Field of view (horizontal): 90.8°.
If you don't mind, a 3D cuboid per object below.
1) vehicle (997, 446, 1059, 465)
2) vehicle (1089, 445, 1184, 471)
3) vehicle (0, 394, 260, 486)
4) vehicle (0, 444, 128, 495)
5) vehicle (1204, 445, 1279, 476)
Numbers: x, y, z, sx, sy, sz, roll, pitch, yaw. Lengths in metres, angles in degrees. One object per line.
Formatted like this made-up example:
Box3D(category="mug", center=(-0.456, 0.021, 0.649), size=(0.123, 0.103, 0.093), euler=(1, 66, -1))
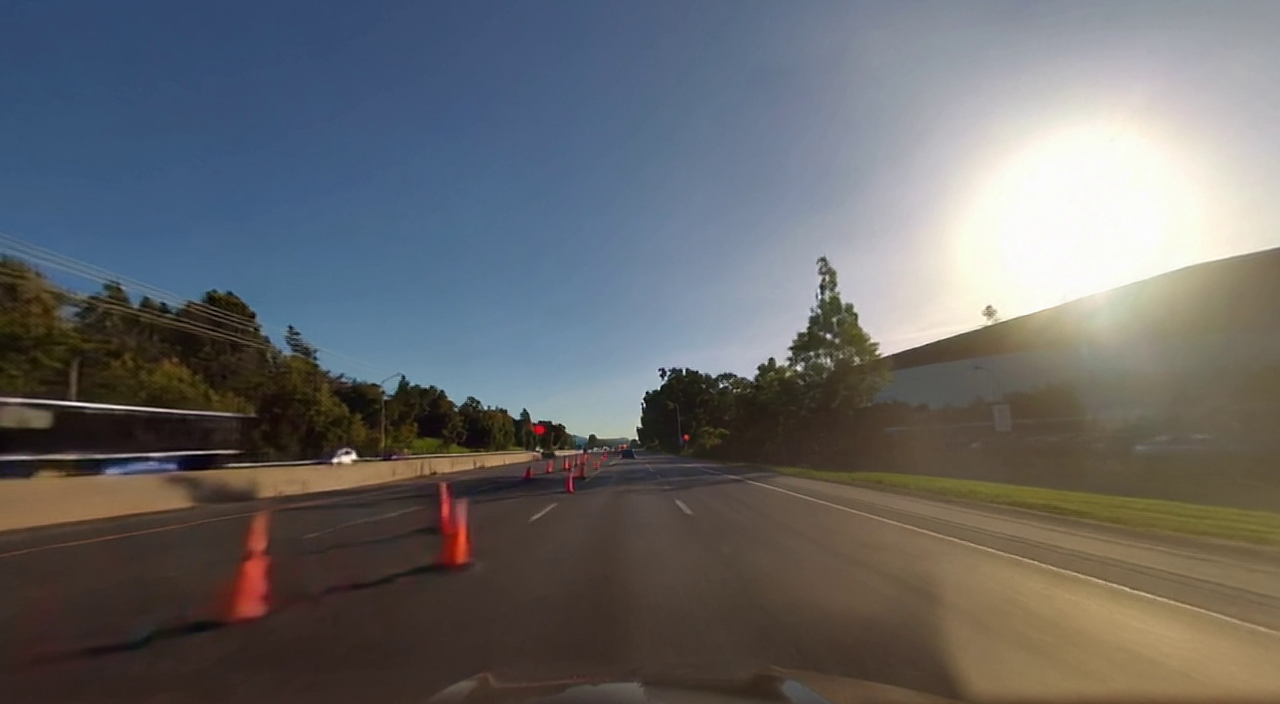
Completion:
Box3D(category="vehicle", center=(29.798, 7.939, 48.587), size=(3.595, 1.393, 1.803), euler=(0, -9, -2))
Box3D(category="vehicle", center=(29.750, 6.363, 37.934), size=(3.988, 1.507, 1.965), euler=(0, -10, 1))
Box3D(category="vehicle", center=(-27.971, 5.101, 35.802), size=(2.877, 3.965, 16.520), euler=(0, -9, -1))
Box3D(category="vehicle", center=(-20.848, 3.996, 21.812), size=(1.932, 1.556, 5.257), euler=(0, -9, 0))
Box3D(category="vehicle", center=(30.161, 5.228, 30.628), size=(3.771, 1.435, 1.944), euler=(0, -8, -2))
